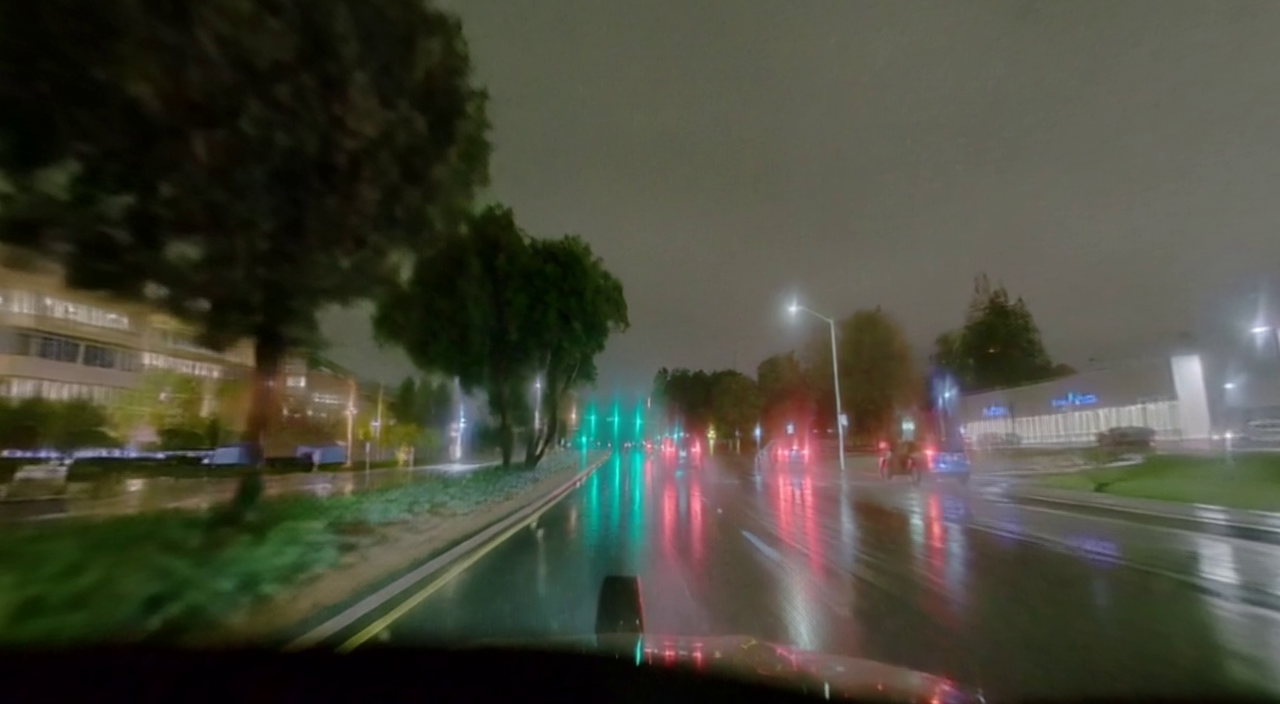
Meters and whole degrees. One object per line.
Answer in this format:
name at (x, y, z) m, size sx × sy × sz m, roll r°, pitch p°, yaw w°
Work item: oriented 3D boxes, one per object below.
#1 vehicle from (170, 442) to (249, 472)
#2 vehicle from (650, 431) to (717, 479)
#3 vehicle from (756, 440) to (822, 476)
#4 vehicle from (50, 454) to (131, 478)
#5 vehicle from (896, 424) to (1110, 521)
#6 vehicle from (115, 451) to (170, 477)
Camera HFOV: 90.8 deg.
vehicle at (-29.964, 7.281, 44.063) m, size 3.883 × 1.989 × 2.208 m, roll -1°, pitch -9°, yaw 6°
vehicle at (1.675, 4.244, 26.272) m, size 2.227 × 1.794 × 4.457 m, roll 0°, pitch -8°, yaw -3°
vehicle at (7.062, 5.062, 30.456) m, size 2.029 × 1.548 × 4.422 m, roll 0°, pitch -8°, yaw -1°
vehicle at (-34.780, 7.196, 40.124) m, size 1.700 × 1.337 × 3.735 m, roll 0°, pitch -8°, yaw 3°
vehicle at (7.363, 2.468, 13.443) m, size 2.025 × 1.719 × 4.161 m, roll 0°, pitch -8°, yaw 0°
vehicle at (-30.059, 6.736, 38.254) m, size 1.779 × 1.363 × 4.265 m, roll 4°, pitch -9°, yaw -28°
